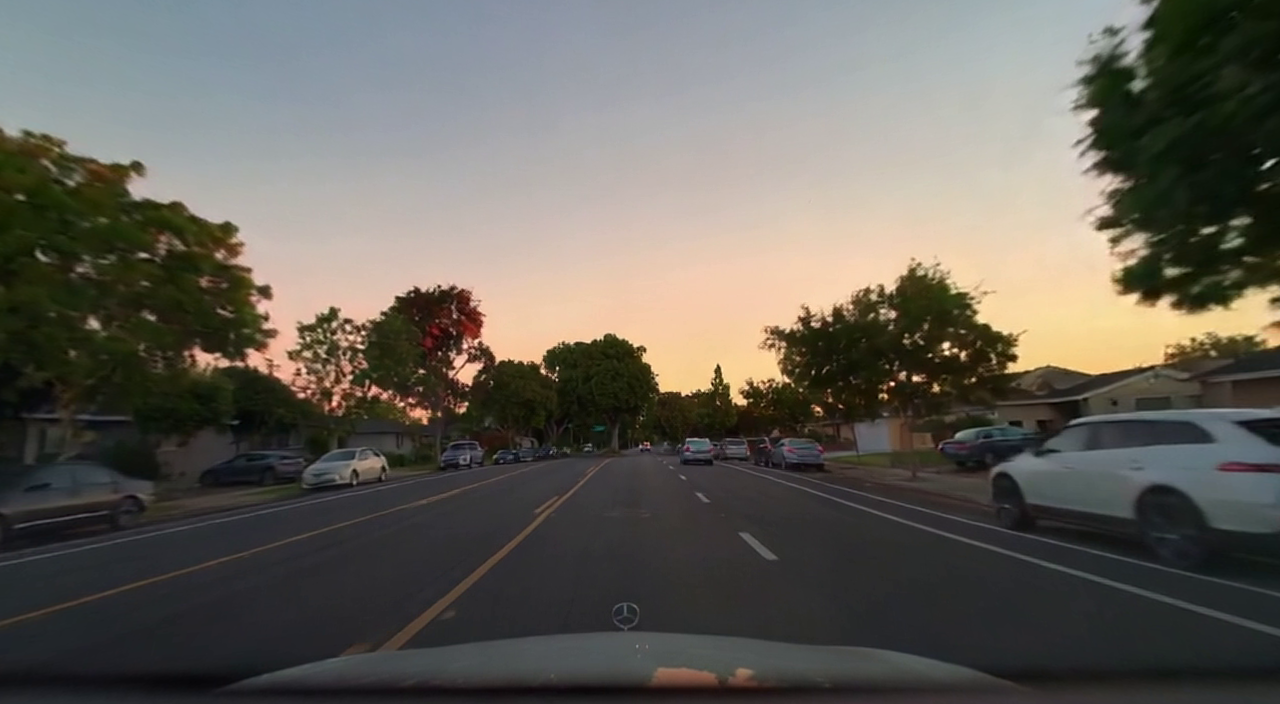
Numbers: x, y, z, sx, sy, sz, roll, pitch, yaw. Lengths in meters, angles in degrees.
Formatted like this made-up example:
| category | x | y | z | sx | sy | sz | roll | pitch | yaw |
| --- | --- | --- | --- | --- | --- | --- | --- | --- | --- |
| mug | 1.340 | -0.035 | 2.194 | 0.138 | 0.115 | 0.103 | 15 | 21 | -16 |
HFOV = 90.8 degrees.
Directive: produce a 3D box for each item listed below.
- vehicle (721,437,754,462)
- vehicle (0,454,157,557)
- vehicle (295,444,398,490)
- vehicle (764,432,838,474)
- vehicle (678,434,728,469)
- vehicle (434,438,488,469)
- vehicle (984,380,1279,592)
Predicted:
| category | x | y | z | sx | sy | sz | roll | pitch | yaw |
| --- | --- | --- | --- | --- | --- | --- | --- | --- | --- |
| vehicle | 7.620 | 7.655 | 49.791 | 1.873 | 1.867 | 4.673 | 0 | -8 | 0 |
| vehicle | -11.308 | 2.646 | 11.141 | 1.916 | 1.612 | 4.700 | 0 | -8 | -1 |
| vehicle | -11.548 | 4.526 | 25.291 | 1.953 | 1.649 | 4.648 | 0 | -8 | -1 |
| vehicle | 7.525 | 4.784 | 30.161 | 2.071 | 1.793 | 5.072 | 0 | -8 | -1 |
| vehicle | 3.075 | 4.970 | 31.793 | 1.951 | 1.620 | 4.582 | 0 | -8 | -1 |
| vehicle | -11.545 | 6.578 | 41.149 | 2.181 | 1.920 | 4.570 | 0 | -8 | 0 |
| vehicle | 7.570 | 1.659 | 8.426 | 2.175 | 2.157 | 6.330 | 0 | -8 | -2 |
